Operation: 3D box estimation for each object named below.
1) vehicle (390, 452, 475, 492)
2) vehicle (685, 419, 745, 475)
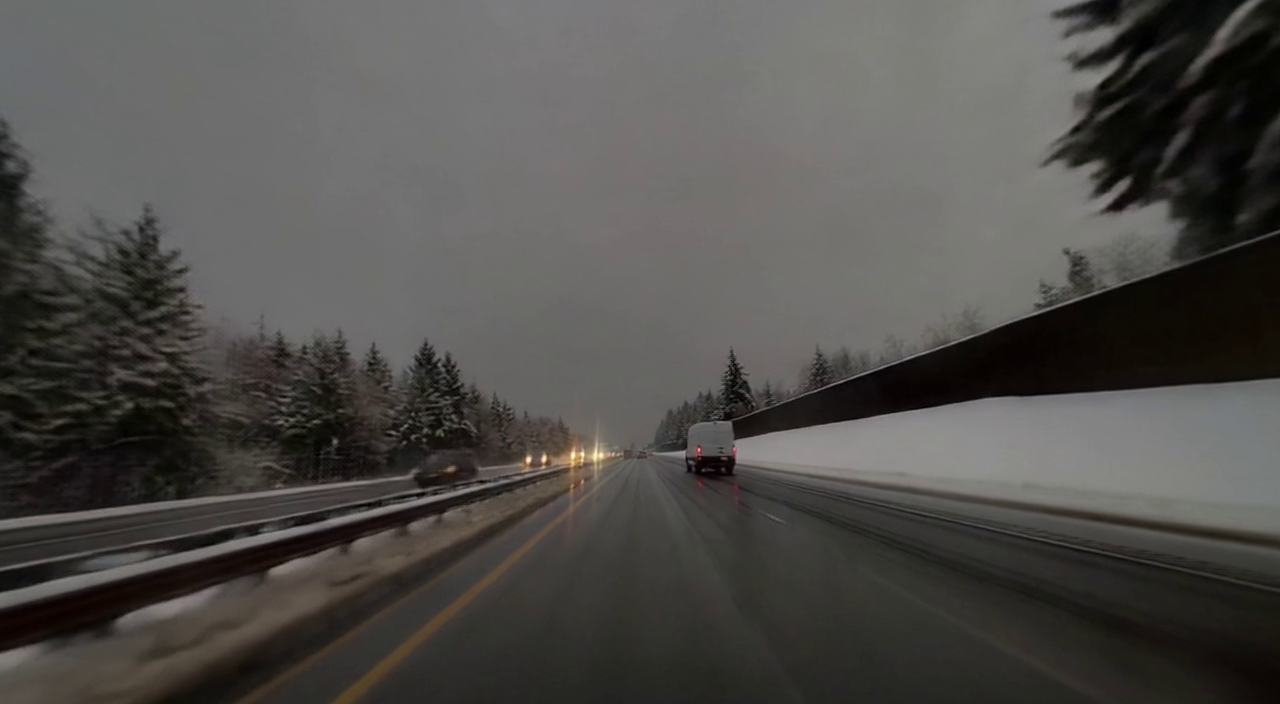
[{"bbox_3d":[-8.586,4.988,26.487,1.976,1.467,4.602,0,-9,0],"label":"vehicle"},{"bbox_3d":[4.043,5.356,35.372,2.449,2.805,6.763,0,-9,-1],"label":"vehicle"}]
